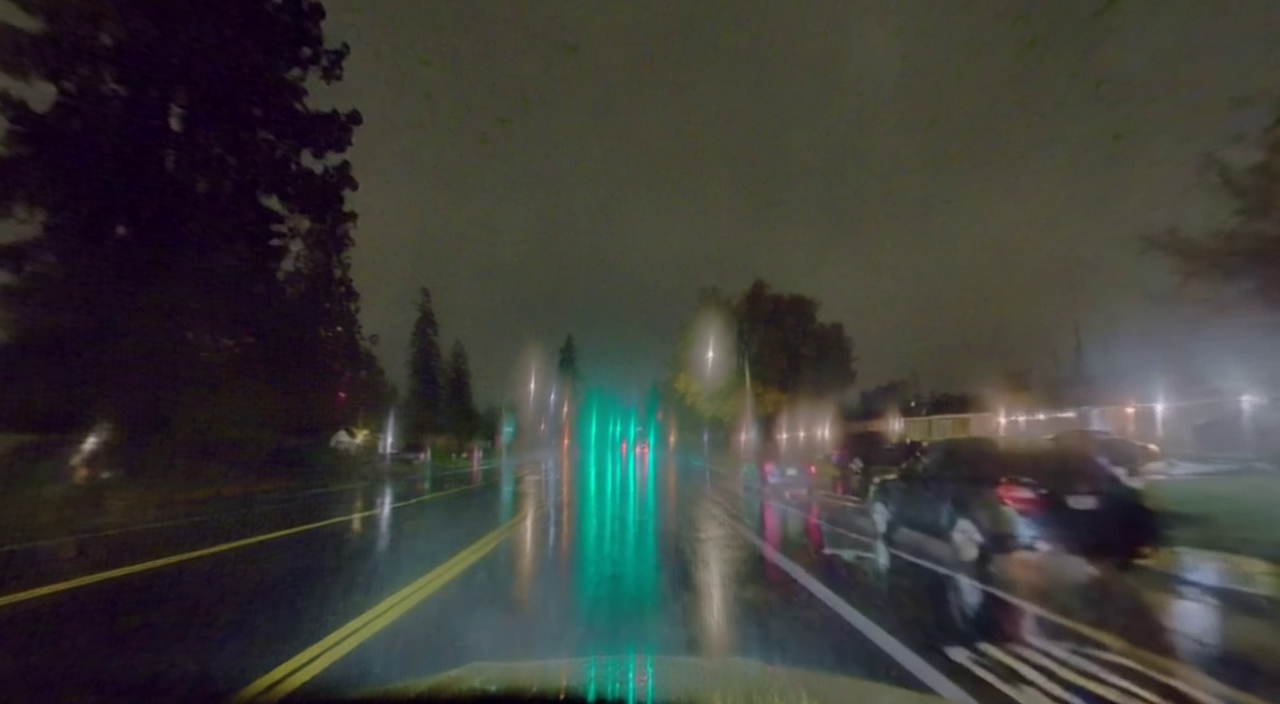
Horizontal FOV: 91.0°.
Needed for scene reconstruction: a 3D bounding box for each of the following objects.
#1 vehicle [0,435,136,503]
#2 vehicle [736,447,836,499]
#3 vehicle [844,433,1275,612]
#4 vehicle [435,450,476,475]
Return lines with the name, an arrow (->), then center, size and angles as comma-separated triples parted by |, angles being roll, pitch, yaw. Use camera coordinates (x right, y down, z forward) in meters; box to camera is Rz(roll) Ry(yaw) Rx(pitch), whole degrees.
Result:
vehicle -> -19.388, 3.564, 19.433 | 5.684, 1.934, 2.217 | 0, -8, 1
vehicle -> 4.558, 3.834, 20.537 | 1.980, 1.465, 4.970 | 0, -8, -1
vehicle -> 4.420, 1.831, 7.899 | 1.999, 1.512, 4.826 | 0, -8, -2
vehicle -> -13.038, 7.812, 44.652 | 1.791, 1.552, 3.919 | -3, -8, 0
